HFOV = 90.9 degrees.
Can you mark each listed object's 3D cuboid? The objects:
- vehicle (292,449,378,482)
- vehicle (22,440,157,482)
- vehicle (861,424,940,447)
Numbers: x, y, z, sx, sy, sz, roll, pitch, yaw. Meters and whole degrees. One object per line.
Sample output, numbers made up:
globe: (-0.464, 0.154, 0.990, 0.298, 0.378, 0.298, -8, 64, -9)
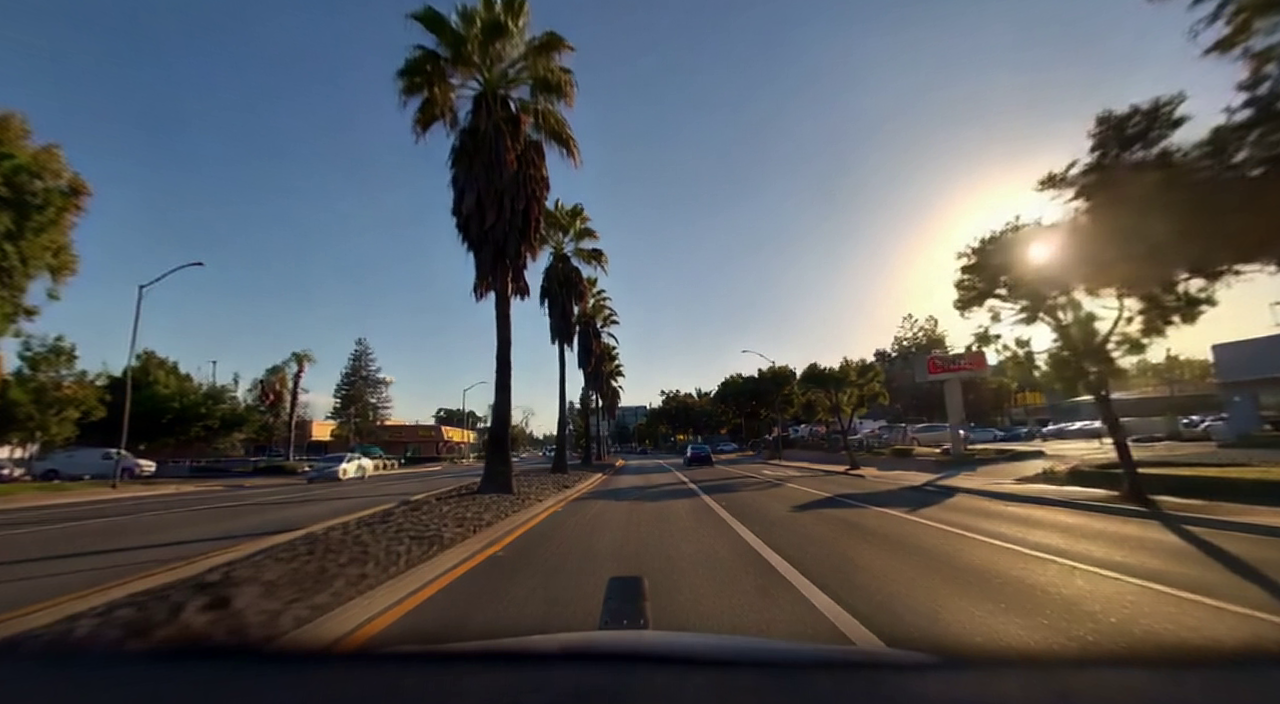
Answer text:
vehicle: (-16.786, 6.223, 35.060, 2.167, 1.622, 5.184, 0, -8, 0)
vehicle: (-32.675, 6.661, 37.831, 2.415, 2.234, 6.082, -2, -12, 2)
vehicle: (18.906, 6.095, 45.957, 4.649, 1.662, 2.349, 0, -8, 1)
